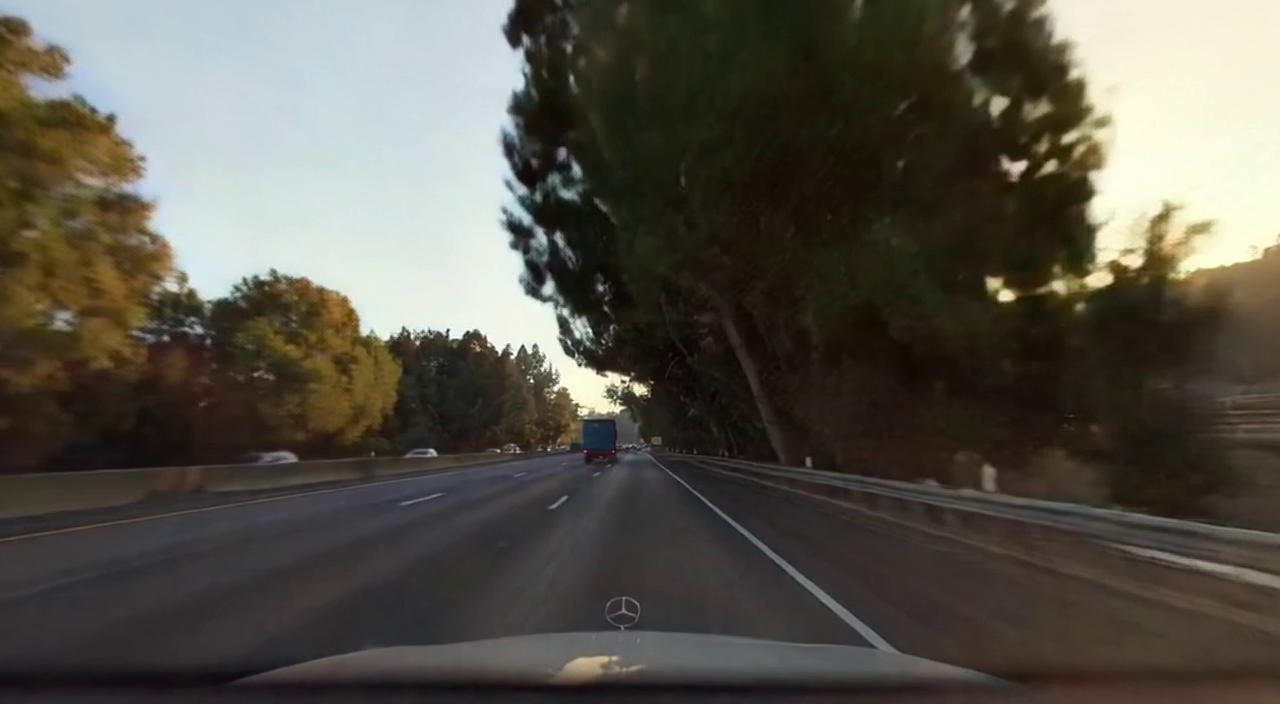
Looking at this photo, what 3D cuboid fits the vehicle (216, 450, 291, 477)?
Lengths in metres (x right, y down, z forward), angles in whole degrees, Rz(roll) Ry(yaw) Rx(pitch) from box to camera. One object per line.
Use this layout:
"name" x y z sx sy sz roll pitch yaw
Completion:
"vehicle" -25.128 7.252 41.250 2.032 1.617 4.561 0 -9 0
